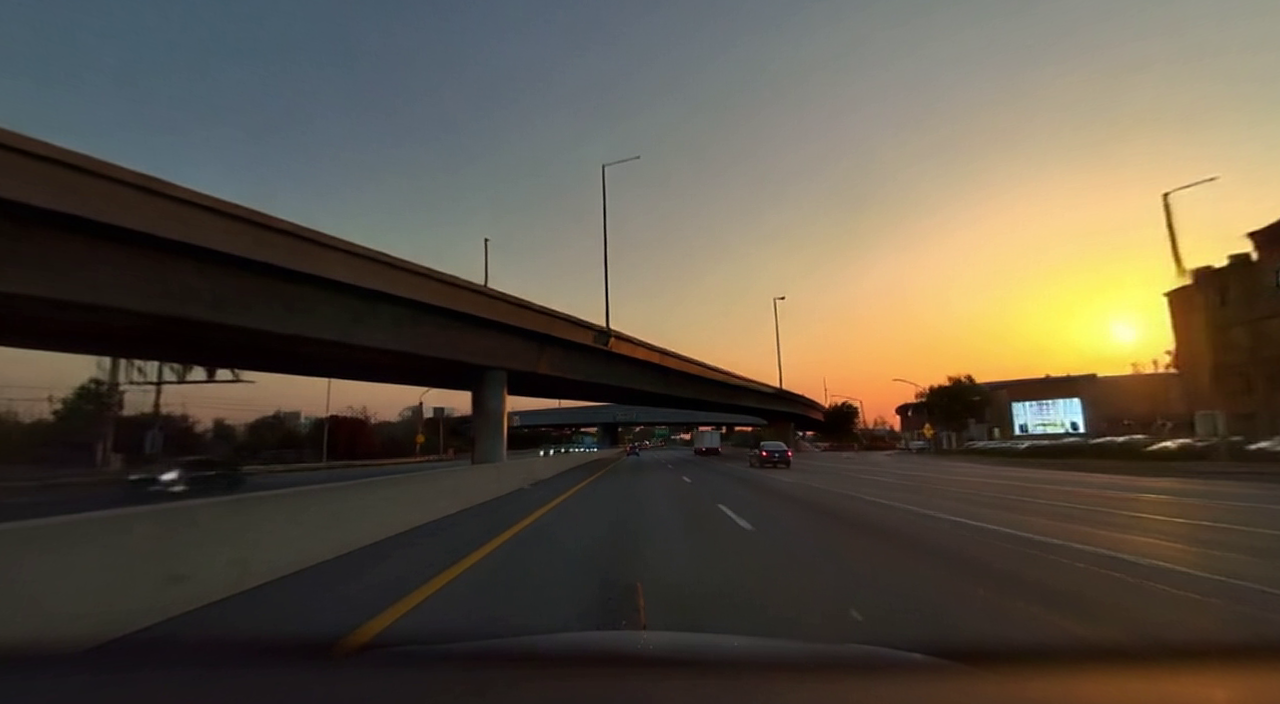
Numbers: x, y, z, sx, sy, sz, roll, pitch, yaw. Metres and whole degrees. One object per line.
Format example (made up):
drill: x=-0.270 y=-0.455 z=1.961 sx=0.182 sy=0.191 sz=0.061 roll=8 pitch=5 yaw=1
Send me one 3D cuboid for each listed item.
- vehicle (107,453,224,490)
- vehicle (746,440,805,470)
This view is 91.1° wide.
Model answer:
vehicle: x=-21.947 y=5.523 z=29.298 sx=1.941 sy=1.524 sz=4.403 roll=0 pitch=-8 yaw=1
vehicle: x=7.441 y=5.715 z=35.048 sx=2.079 sy=1.518 sz=5.032 roll=0 pitch=-8 yaw=-1
